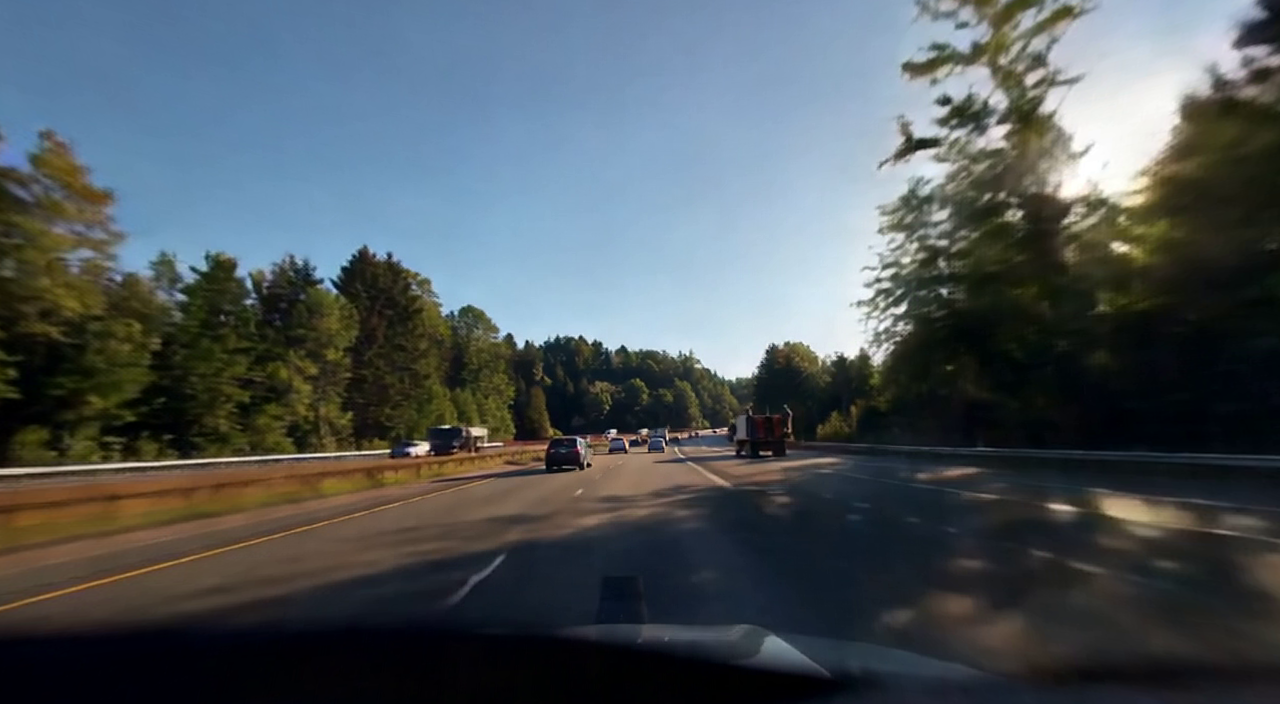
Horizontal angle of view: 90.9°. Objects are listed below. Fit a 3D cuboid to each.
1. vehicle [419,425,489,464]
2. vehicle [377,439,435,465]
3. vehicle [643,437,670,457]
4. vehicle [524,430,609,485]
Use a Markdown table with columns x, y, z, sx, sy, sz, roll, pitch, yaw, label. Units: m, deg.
| x | y | z | sx | sy | sz | roll | pitch | yaw | label |
| --- | --- | --- | --- | --- | --- | --- | --- | --- | --- |
| -11.368 | 5.699 | 39.179 | 2.310 | 2.226 | 6.079 | 0 | -8 | 2 | vehicle |
| -15.022 | 6.450 | 40.805 | 1.913 | 1.557 | 4.434 | 0 | -8 | 2 | vehicle |
| 1.229 | 7.295 | 48.782 | 2.004 | 1.465 | 3.842 | 0 | -8 | 1 | vehicle |
| -2.280 | 3.394 | 20.705 | 2.137 | 1.618 | 4.209 | 0 | -8 | 2 | vehicle |
